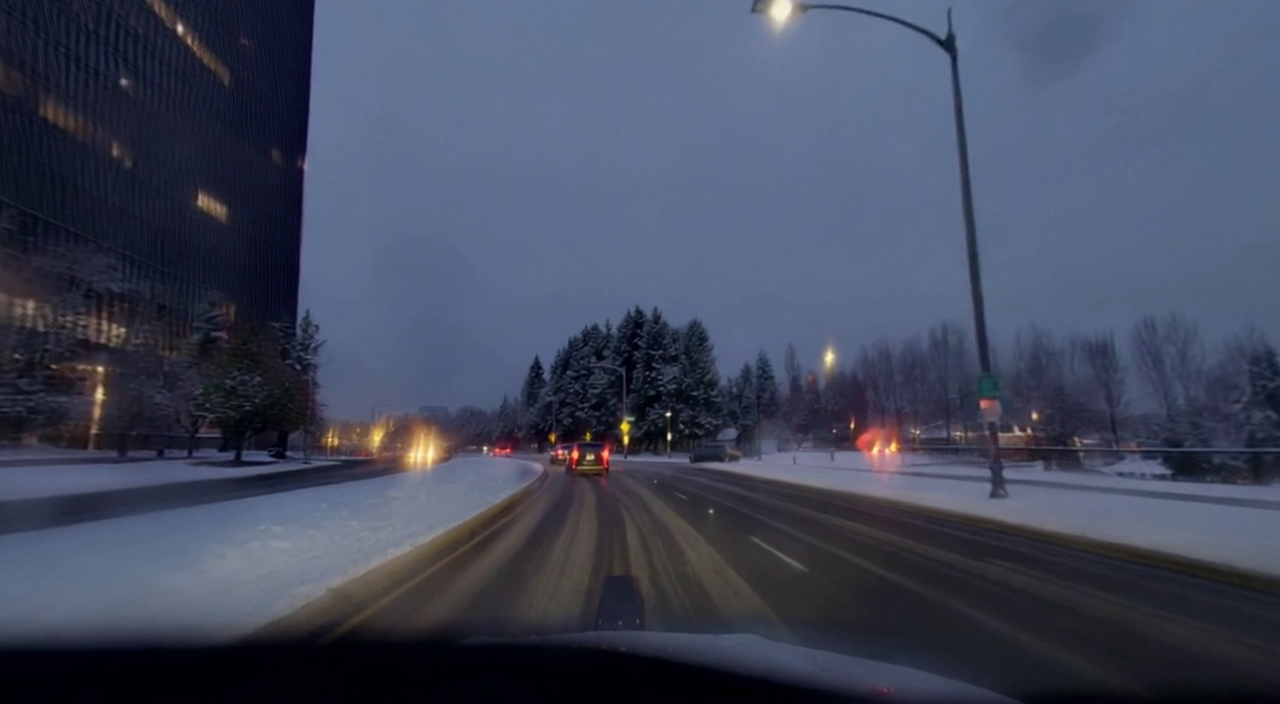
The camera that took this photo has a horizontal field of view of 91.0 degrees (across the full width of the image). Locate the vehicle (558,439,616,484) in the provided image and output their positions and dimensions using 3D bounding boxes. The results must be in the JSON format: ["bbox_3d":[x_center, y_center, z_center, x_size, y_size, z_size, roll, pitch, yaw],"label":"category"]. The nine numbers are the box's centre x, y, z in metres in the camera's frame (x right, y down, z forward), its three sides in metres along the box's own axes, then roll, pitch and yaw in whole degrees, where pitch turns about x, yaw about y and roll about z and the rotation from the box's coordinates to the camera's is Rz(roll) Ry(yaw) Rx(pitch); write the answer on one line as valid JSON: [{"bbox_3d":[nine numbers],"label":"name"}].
[{"bbox_3d":[-2.179,4.497,26.143,2.183,1.675,4.319,1,-9,-4],"label":"vehicle"}]
